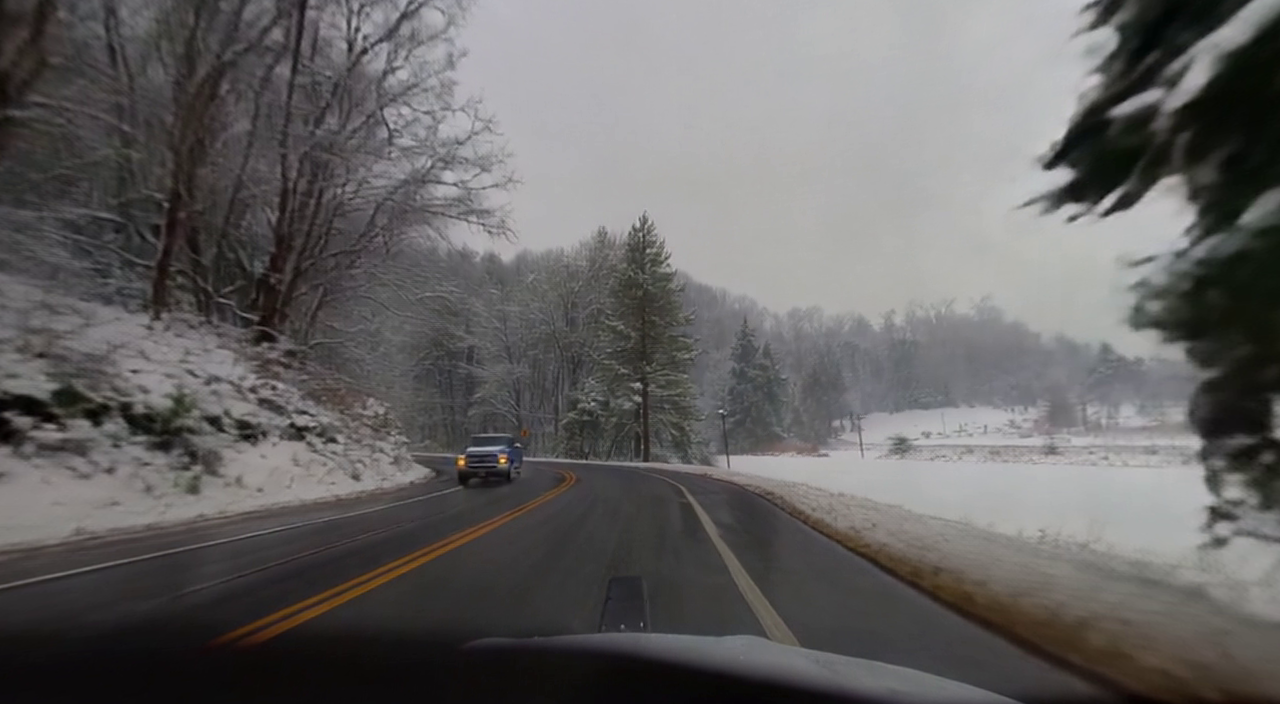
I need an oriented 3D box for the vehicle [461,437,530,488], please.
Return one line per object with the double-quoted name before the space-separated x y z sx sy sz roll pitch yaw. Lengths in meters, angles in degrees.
"vehicle" -6.150 4.719 27.587 2.546 1.975 5.702 1 -8 -10
